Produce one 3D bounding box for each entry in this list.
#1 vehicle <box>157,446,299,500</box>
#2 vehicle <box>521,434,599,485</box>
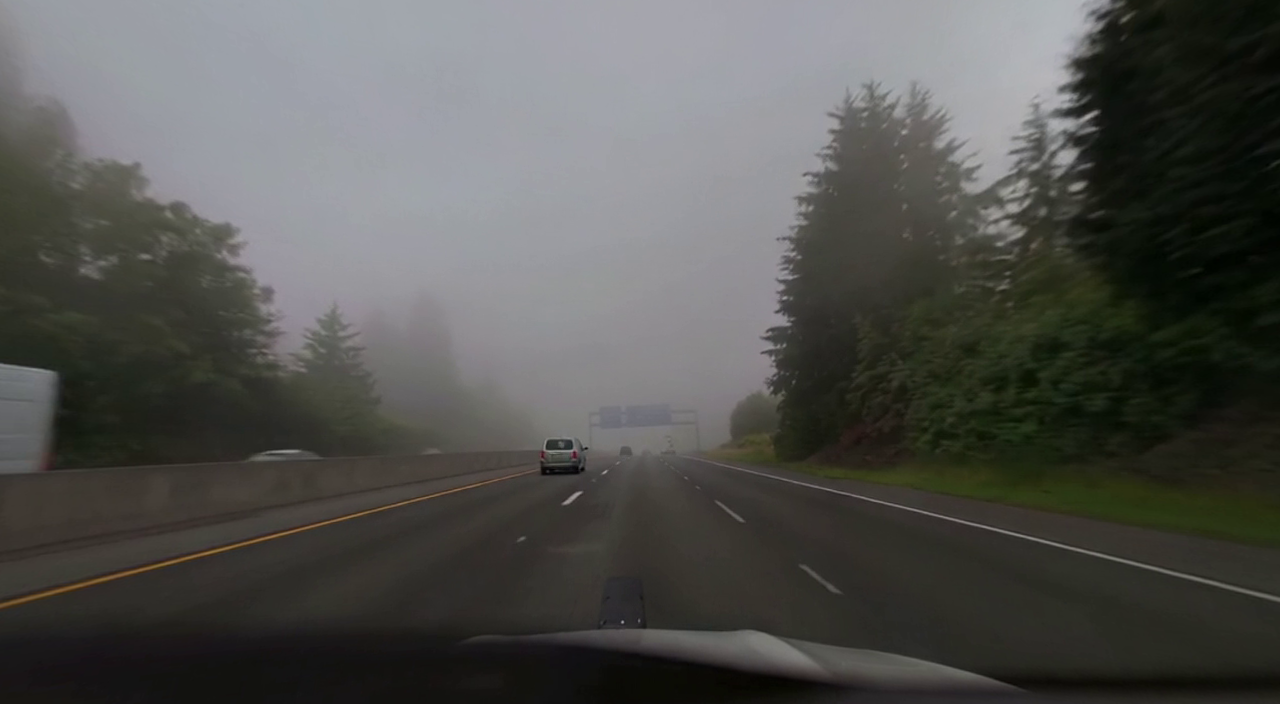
[{"bbox_3d":[-12.507,3.667,19.469,1.790,1.479,3.789,0,-9,0],"label":"vehicle"},{"bbox_3d":[-2.754,3.836,22.712,2.183,1.662,3.968,0,-9,1],"label":"vehicle"}]
